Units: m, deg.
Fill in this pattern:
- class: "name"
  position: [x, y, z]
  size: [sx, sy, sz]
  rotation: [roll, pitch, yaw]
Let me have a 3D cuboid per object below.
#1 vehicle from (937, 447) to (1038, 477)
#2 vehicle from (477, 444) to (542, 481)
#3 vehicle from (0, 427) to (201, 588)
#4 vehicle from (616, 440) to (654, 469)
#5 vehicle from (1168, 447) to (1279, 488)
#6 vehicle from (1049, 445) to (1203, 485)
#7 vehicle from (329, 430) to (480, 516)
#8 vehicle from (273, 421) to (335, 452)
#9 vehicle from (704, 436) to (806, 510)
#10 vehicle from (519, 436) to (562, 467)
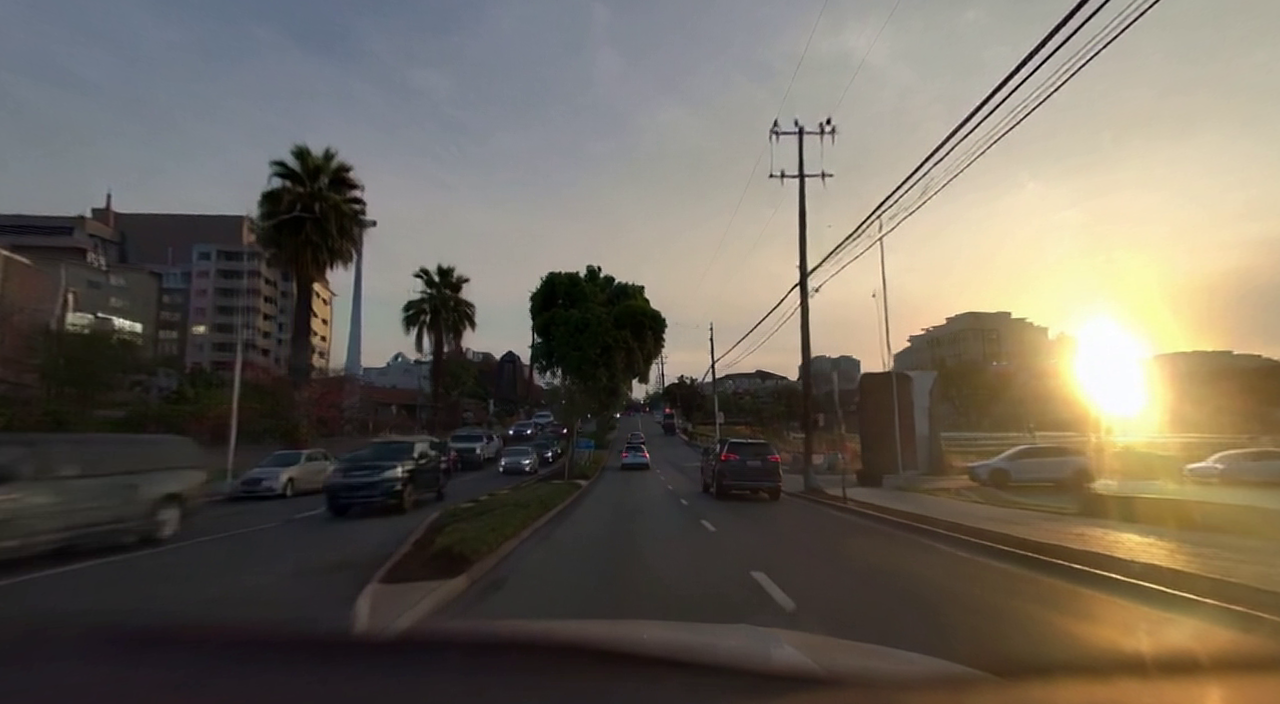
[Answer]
- class: "vehicle"
  position: [20.332, 6.448, 37.114]
  size: [4.540, 1.386, 2.337]
  rotation: [-4, -9, -1]
- class: "vehicle"
  position: [-6.064, 5.172, 29.897]
  size: [2.168, 1.572, 4.635]
  rotation: [0, -8, -1]
- class: "vehicle"
  position: [-8.807, 2.110, 9.111]
  size: [2.037, 1.939, 3.958]
  rotation: [0, -8, 0]
- class: "vehicle"
  position: [-0.315, 6.209, 38.503]
  size: [2.196, 1.655, 3.939]
  rotation: [0, -8, -1]
- class: "vehicle"
  position: [25.264, 4.878, 26.885]
  size: [3.611, 1.590, 2.171]
  rotation: [0, -8, 0]
- class: "vehicle"
  position: [20.542, 4.778, 26.892]
  size: [4.673, 1.592, 2.193]
  rotation: [-1, -8, 2]
- class: "vehicle"
  position: [-5.881, 3.057, 16.572]
  size: [2.106, 1.890, 4.783]
  rotation: [0, -8, 0]
- class: "vehicle"
  position: [-21.693, 5.449, 40.730]
  size: [3.716, 1.517, 1.826]
  rotation: [3, -7, 35]
- class: "vehicle"
  position: [3.166, 3.414, 18.327]
  size: [1.995, 1.858, 4.333]
  rotation: [0, -8, -2]
- class: "vehicle"
  position: [-6.429, 6.489, 41.416]
  size: [2.138, 1.858, 4.788]
  rotation: [0, -8, -1]
